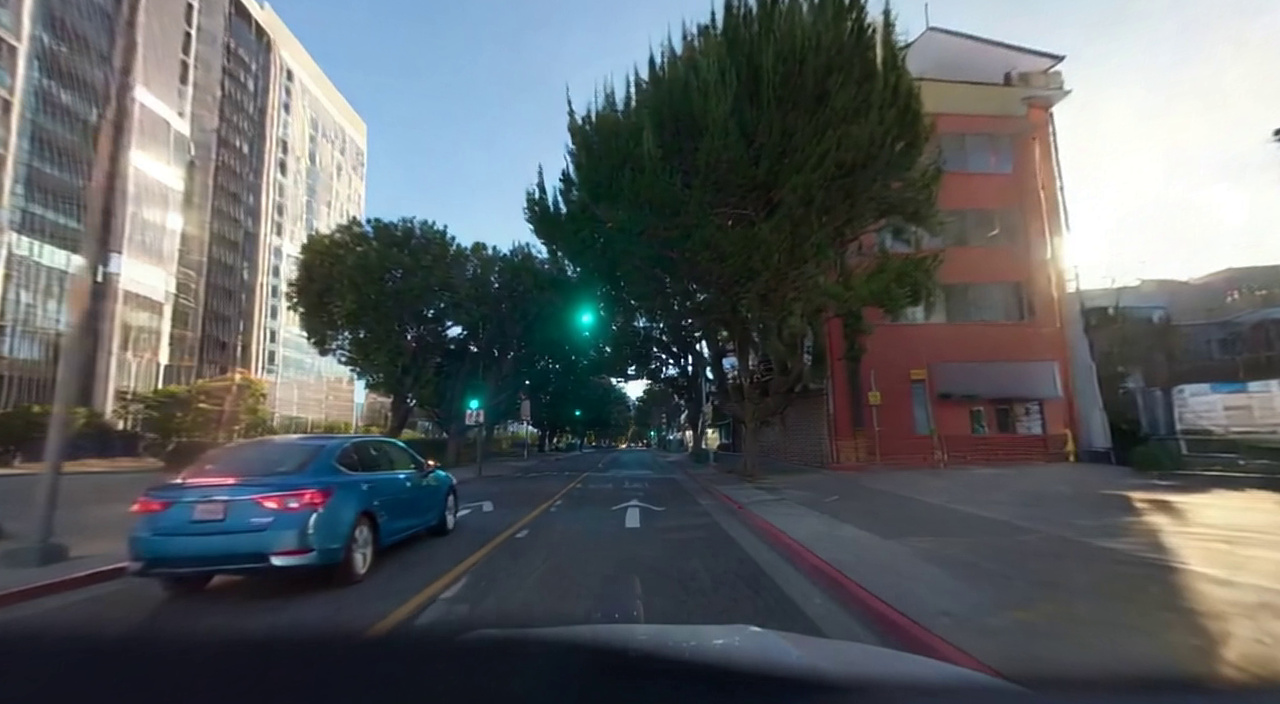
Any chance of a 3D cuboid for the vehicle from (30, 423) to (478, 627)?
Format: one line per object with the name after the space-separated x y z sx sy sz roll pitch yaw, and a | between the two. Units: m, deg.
-3.334 1.555 6.823 1.898 1.407 4.652 -1 -8 0 | vehicle
